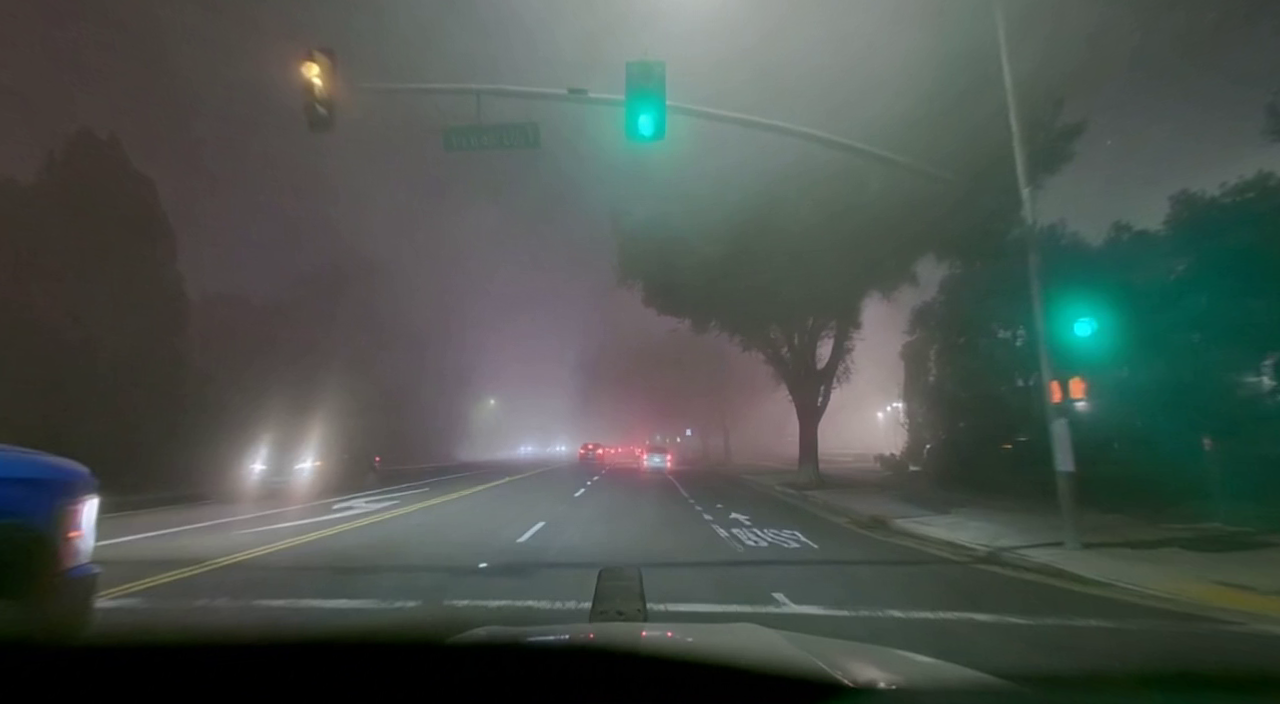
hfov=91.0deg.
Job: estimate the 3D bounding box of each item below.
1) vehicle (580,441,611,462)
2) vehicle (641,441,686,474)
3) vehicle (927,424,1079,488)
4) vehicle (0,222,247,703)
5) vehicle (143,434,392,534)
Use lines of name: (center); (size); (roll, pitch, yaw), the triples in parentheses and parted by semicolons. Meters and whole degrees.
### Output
vehicle: (-3.204, 7.310, 46.421); (2.018, 1.458, 4.350); (0, -9, -1)
vehicle: (1.105, 5.290, 31.823); (2.142, 1.528, 4.133); (0, -9, 0)
vehicle: (12.123, 3.526, 21.559); (2.131, 1.909, 4.927); (0, -9, -2)
vehicle: (-3.258, 0.343, 0.140); (2.512, 1.992, 5.725); (0, -9, 2)
vehicle: (-6.570, 2.357, 11.853); (1.959, 1.515, 4.350); (0, -9, 1)
